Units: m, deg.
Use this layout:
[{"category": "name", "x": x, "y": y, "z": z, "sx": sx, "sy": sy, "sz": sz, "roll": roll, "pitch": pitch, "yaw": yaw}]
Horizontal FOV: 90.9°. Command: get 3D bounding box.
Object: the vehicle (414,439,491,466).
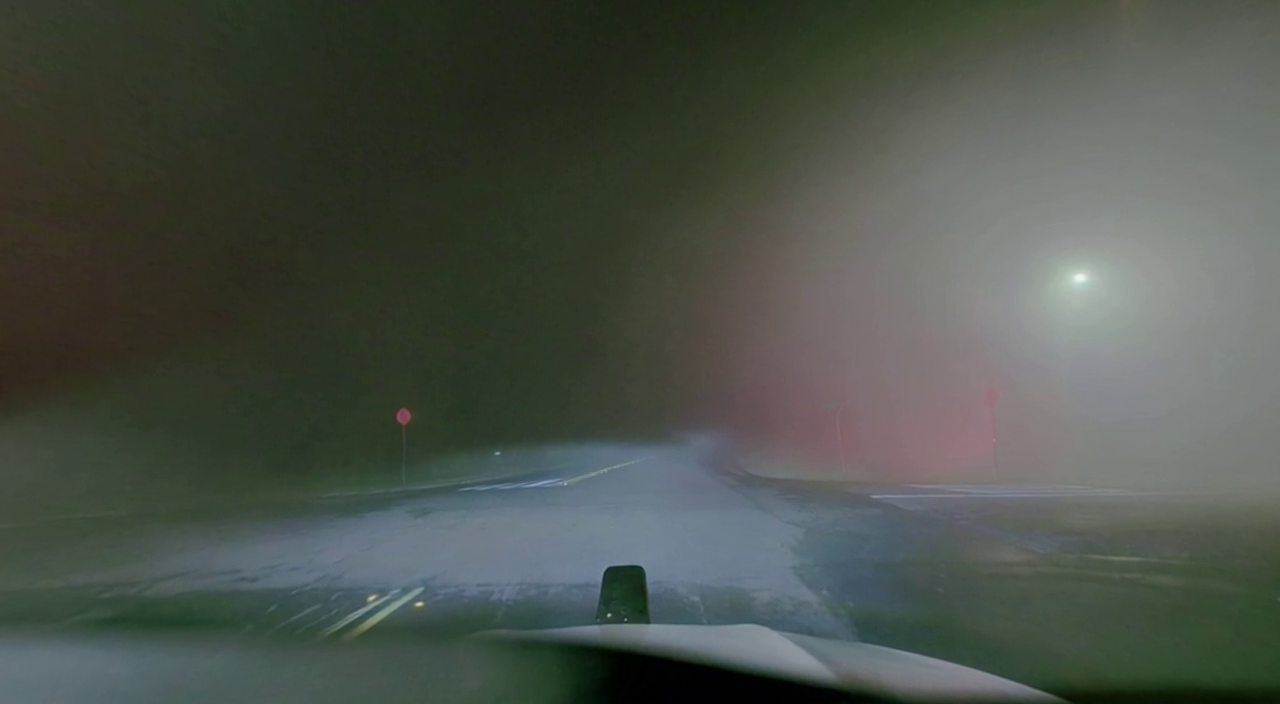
[{"category": "vehicle", "x": -12.668, "y": 6.810, "z": 42.766, "sx": 4.590, "sy": 1.735, "sz": 1.973, "roll": -1, "pitch": -8, "yaw": 3}]
